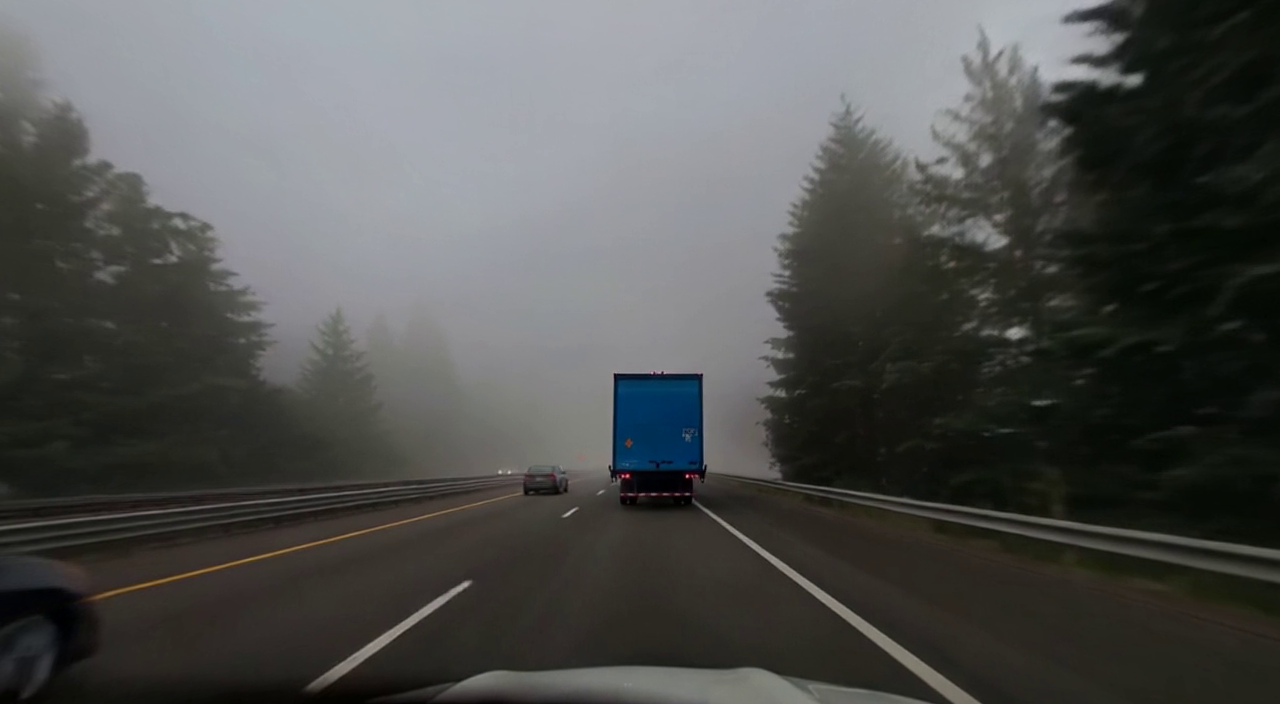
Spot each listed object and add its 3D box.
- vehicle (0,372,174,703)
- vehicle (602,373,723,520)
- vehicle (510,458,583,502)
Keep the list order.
[{"bbox_3d":[-3.828,0.687,1.361,2.076,1.691,4.555,1,-10,0],"label":"vehicle"},{"bbox_3d":[0.589,3.209,20.703,3.008,3.678,9.512,1,-10,0],"label":"vehicle"},{"bbox_3d":[-3.594,5.053,25.125,2.079,1.506,4.821,0,-10,1],"label":"vehicle"}]
